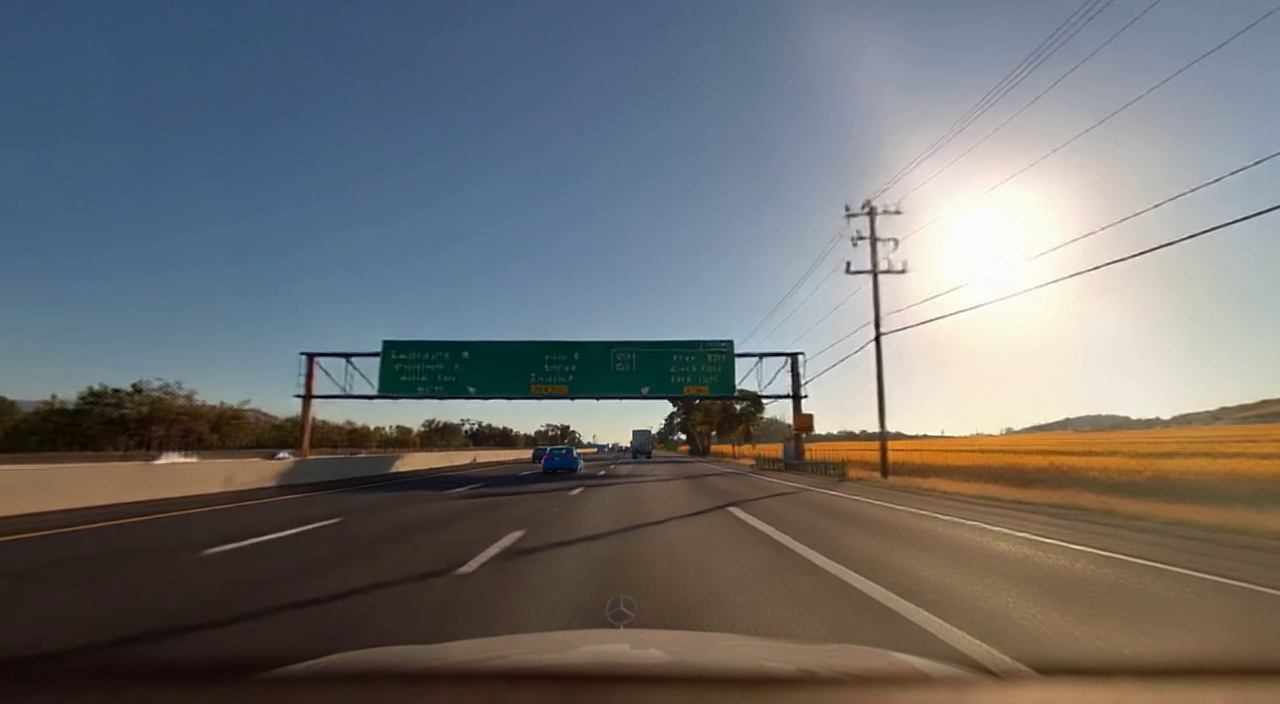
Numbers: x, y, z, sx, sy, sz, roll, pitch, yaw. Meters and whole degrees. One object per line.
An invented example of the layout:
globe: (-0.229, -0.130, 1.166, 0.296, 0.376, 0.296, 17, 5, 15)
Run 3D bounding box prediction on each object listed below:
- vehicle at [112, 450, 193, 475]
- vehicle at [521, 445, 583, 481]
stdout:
vehicle: (-36.071, 8.158, 46.800, 1.982, 1.779, 4.941, 0, -9, 1)
vehicle: (-3.904, 4.992, 28.609, 2.104, 1.501, 4.459, 0, -9, 1)
